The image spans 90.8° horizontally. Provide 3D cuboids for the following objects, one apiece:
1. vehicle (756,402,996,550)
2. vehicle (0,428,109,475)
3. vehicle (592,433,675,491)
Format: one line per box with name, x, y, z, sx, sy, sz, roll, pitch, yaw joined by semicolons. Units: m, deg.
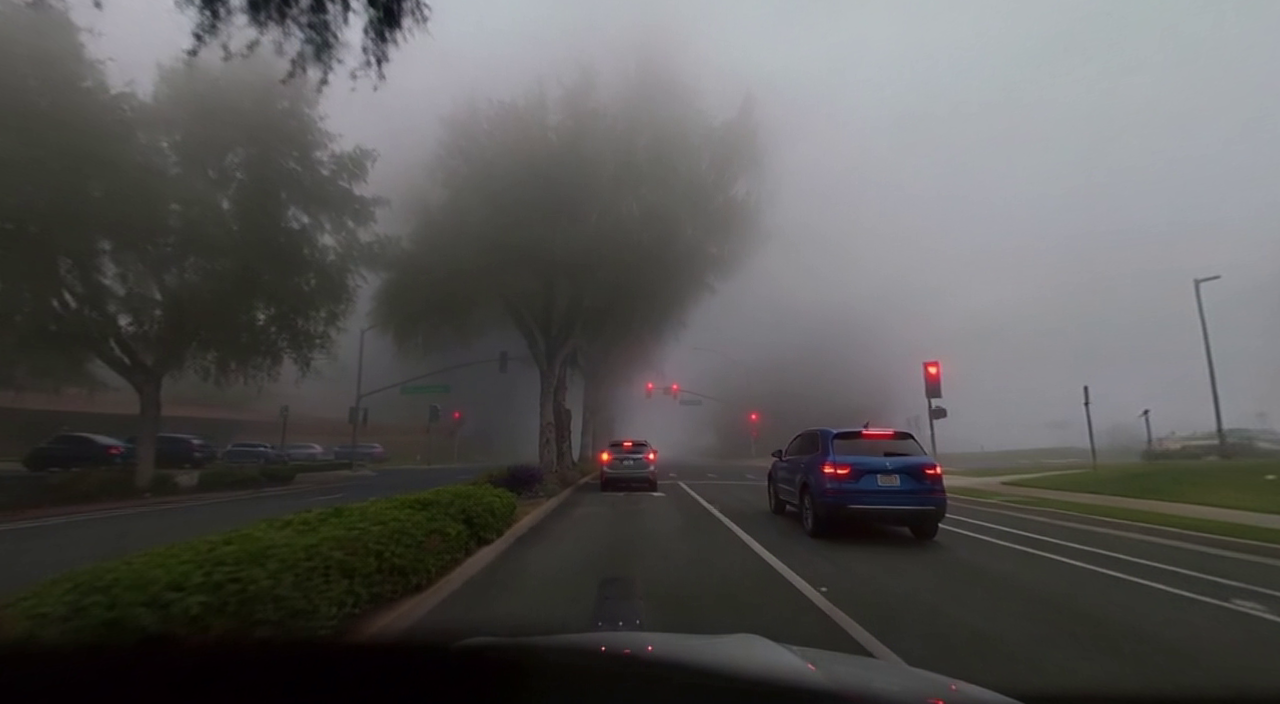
vehicle;3.240;1.818;9.835;2.046;1.768;4.370;0;-9;0
vehicle;-28.972;4.734;30.019;5.335;2.076;2.209;3;-10;-33
vehicle;-0.186;3.261;19.076;2.177;1.512;4.682;0;-9;0
